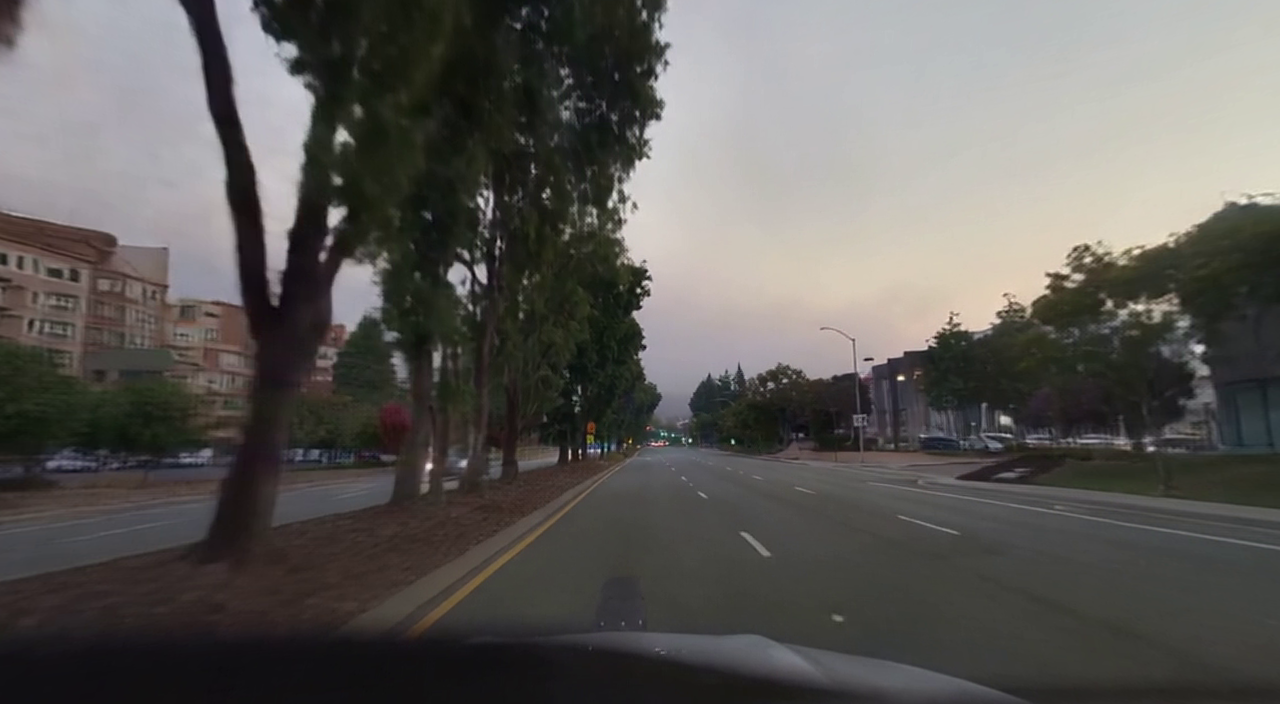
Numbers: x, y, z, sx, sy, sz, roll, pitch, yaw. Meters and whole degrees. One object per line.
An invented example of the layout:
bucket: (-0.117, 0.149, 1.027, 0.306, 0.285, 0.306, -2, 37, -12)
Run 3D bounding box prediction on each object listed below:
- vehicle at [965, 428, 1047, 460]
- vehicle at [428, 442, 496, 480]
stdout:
vehicle: (28.243, 7.148, 48.995, 2.186, 2.298, 5.989, 1, -8, -7)
vehicle: (-8.232, 5.048, 29.531, 1.948, 1.647, 4.275, 0, -8, 0)
